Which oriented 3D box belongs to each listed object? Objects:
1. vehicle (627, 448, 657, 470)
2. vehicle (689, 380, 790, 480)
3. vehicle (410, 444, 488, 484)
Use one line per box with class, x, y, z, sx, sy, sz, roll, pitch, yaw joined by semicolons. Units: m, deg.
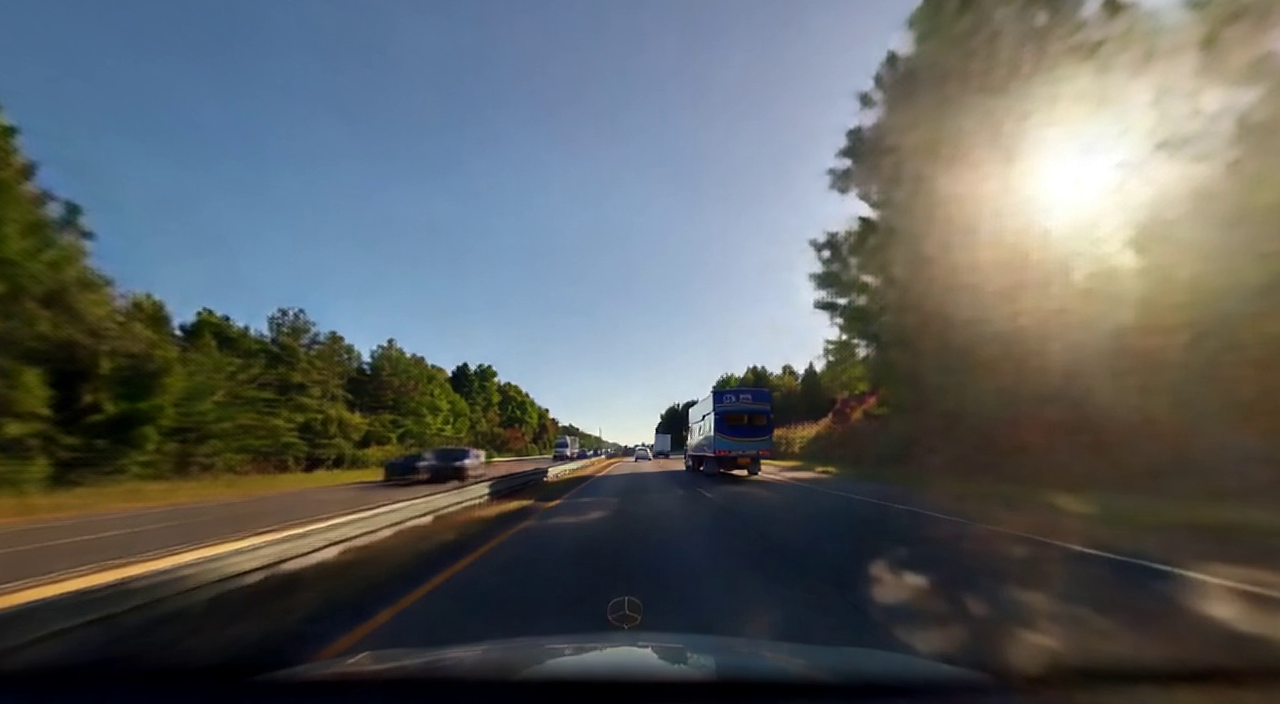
vehicle;0.135;7.214;42.756;1.926;1.386;3.615;0;-9;0
vehicle;4.678;4.321;33.248;2.939;4.129;14.300;0;-9;0
vehicle;-8.648;5.108;29.004;2.155;1.659;4.565;0;-9;0
